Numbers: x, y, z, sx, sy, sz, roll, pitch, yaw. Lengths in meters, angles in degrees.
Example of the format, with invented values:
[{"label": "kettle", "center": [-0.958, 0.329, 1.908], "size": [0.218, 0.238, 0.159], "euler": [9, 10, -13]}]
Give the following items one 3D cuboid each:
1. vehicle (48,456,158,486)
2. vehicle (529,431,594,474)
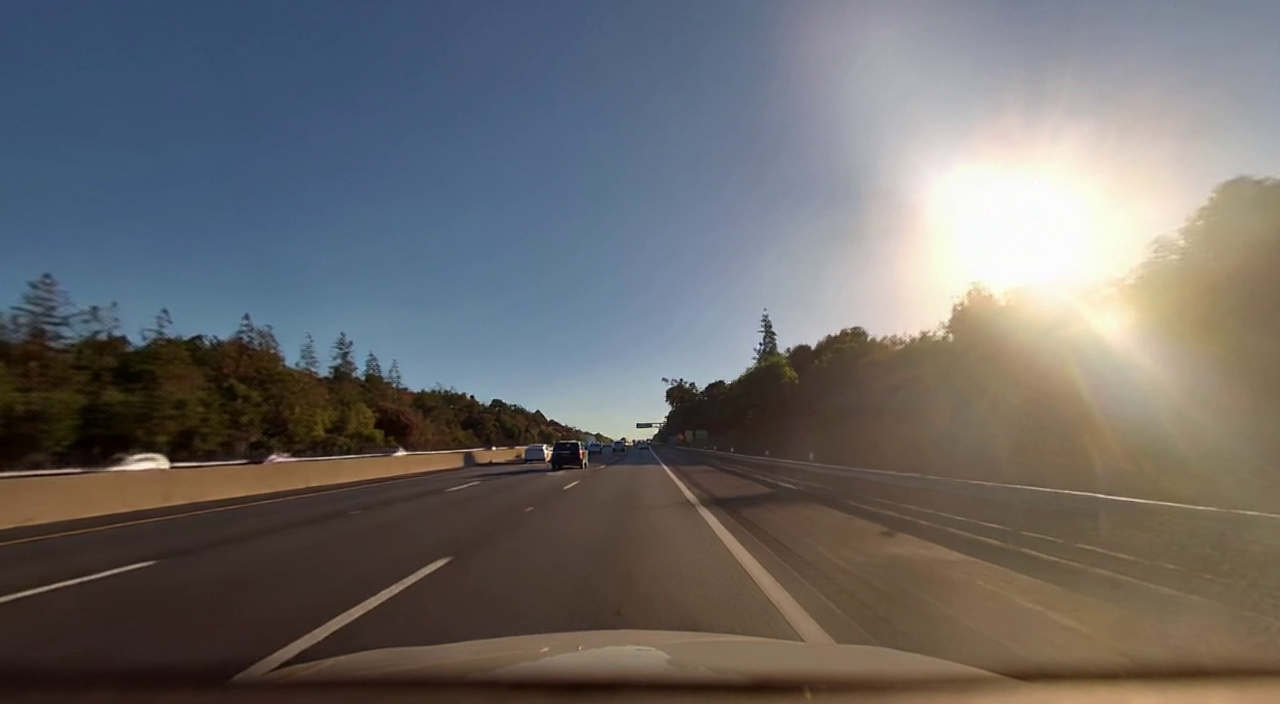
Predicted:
[{"label": "vehicle", "center": [-29.408, 6.521, 34.767], "size": [1.956, 1.444, 4.659], "euler": [0, -8, 1]}, {"label": "vehicle", "center": [-3.544, 4.674, 29.425], "size": [2.283, 1.802, 4.810], "euler": [0, -8, 1]}]
